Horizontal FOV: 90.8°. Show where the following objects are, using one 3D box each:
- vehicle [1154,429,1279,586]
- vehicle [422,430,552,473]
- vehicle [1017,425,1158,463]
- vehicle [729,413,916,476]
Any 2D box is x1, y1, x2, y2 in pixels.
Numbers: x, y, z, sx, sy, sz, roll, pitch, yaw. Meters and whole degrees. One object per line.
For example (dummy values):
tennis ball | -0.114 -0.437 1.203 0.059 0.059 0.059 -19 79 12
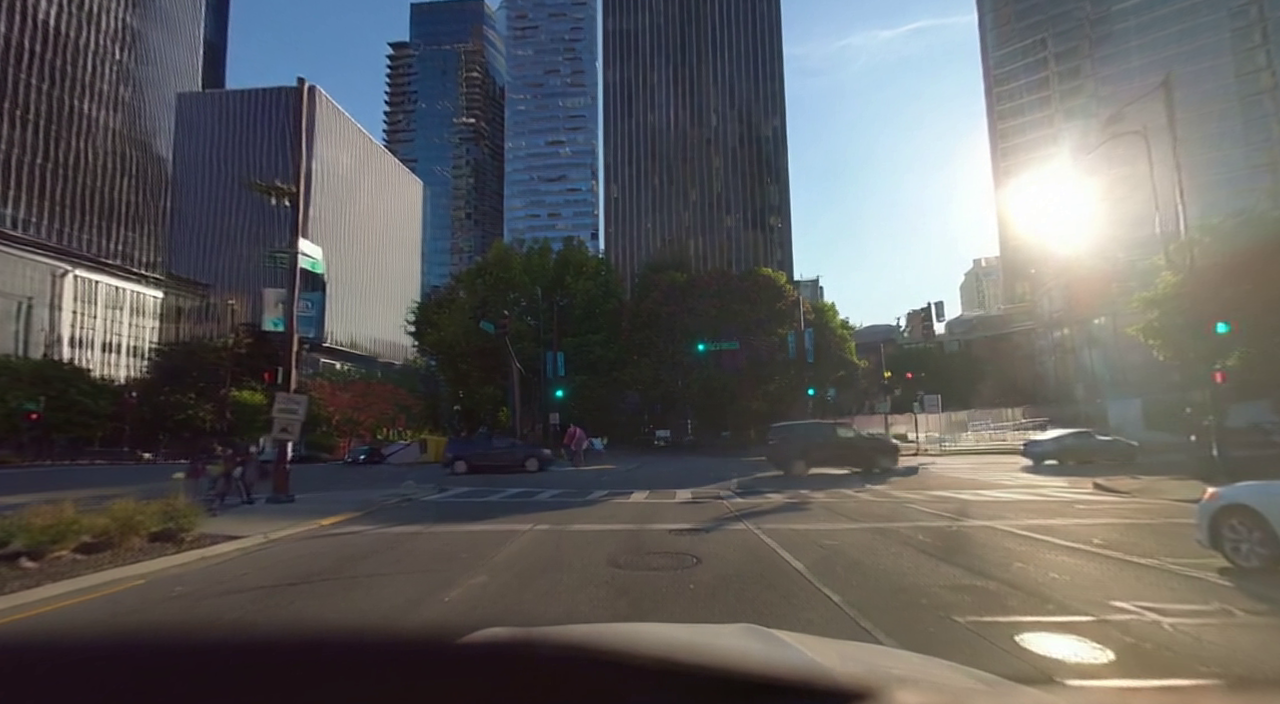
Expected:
vehicle | 7.126 1.323 4.975 1.936 1.489 4.885 0 -8 -2
vehicle | -5.614 3.704 23.642 4.482 1.492 1.805 0 -9 -5
vehicle | 18.318 3.770 25.970 4.503 1.475 1.789 0 -9 -5
vehicle | 6.074 3.141 21.553 5.659 1.967 2.149 0 -8 -5
